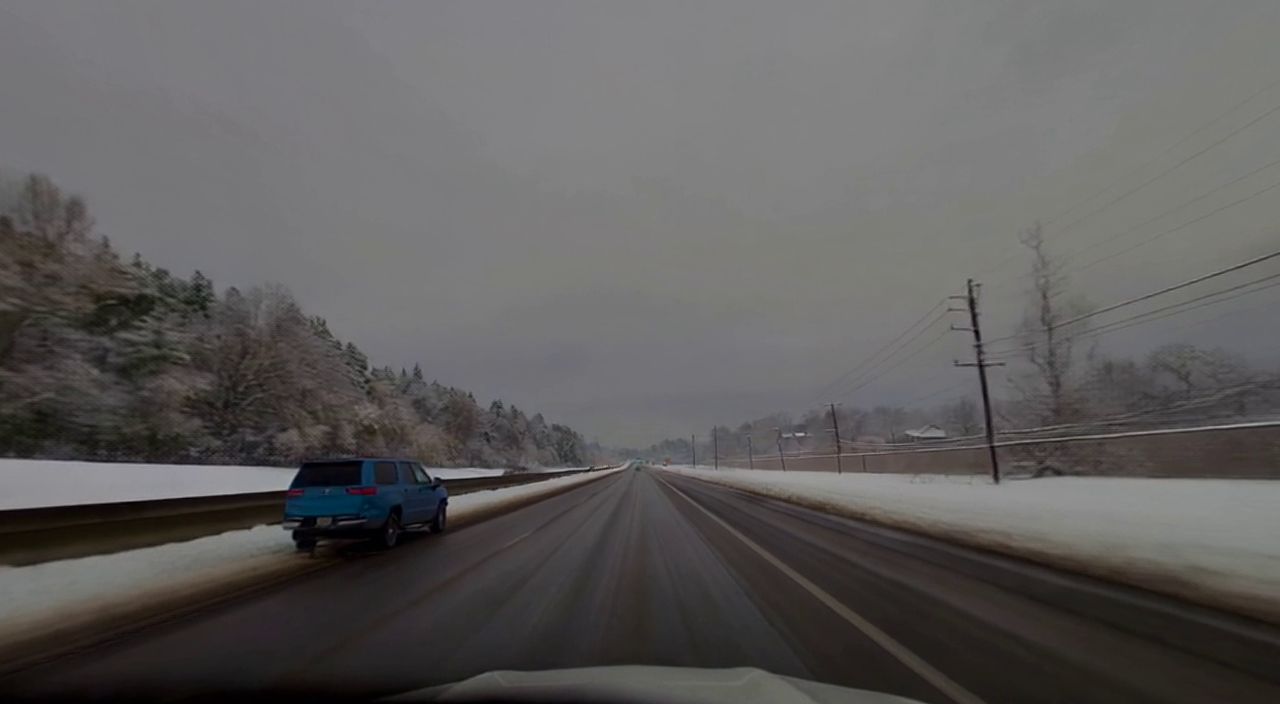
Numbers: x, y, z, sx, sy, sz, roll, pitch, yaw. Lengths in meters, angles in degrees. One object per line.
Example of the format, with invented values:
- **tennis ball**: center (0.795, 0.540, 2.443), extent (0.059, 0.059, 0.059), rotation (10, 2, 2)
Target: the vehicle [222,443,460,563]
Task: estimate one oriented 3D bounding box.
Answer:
- **vehicle**: center (-4.506, 2.358, 10.330), extent (1.914, 1.534, 4.015), rotation (1, -10, 0)
